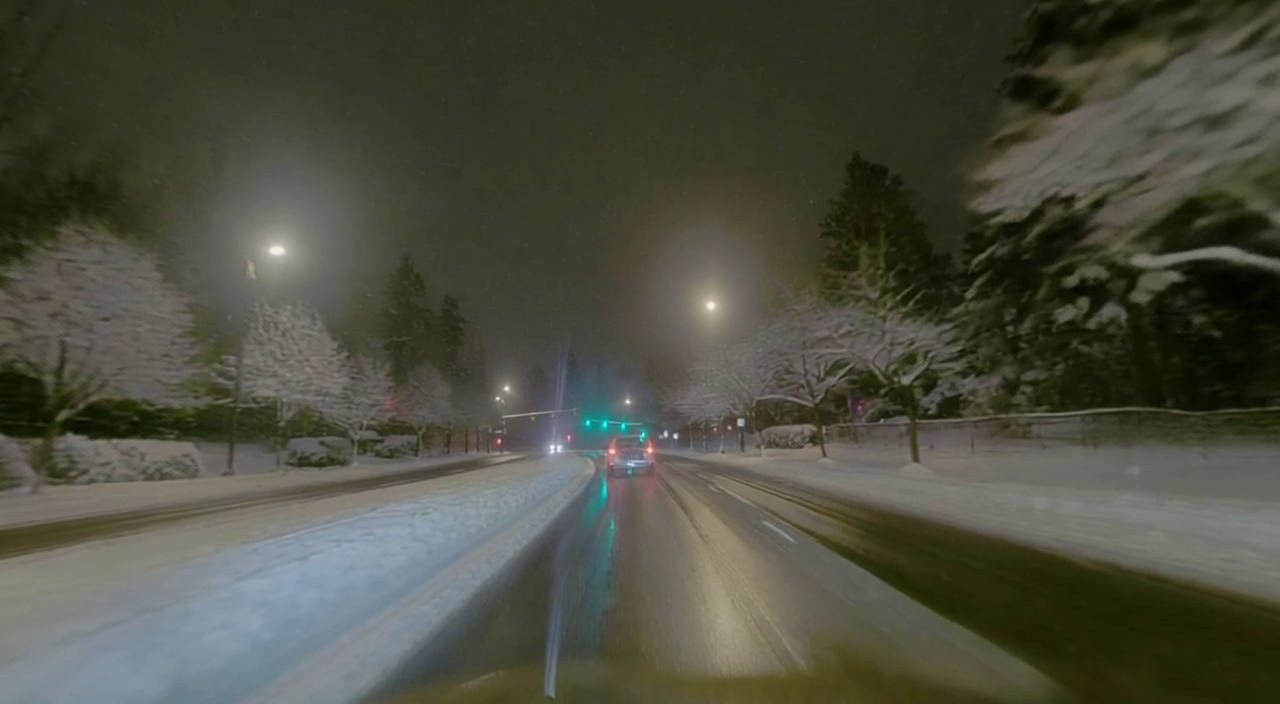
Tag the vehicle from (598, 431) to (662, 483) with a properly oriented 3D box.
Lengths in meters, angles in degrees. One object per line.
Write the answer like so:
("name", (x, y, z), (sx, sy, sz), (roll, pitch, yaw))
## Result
("vehicle", (-0.363, 3.917, 23.770), (2.192, 1.734, 4.176), (0, -8, -1))
